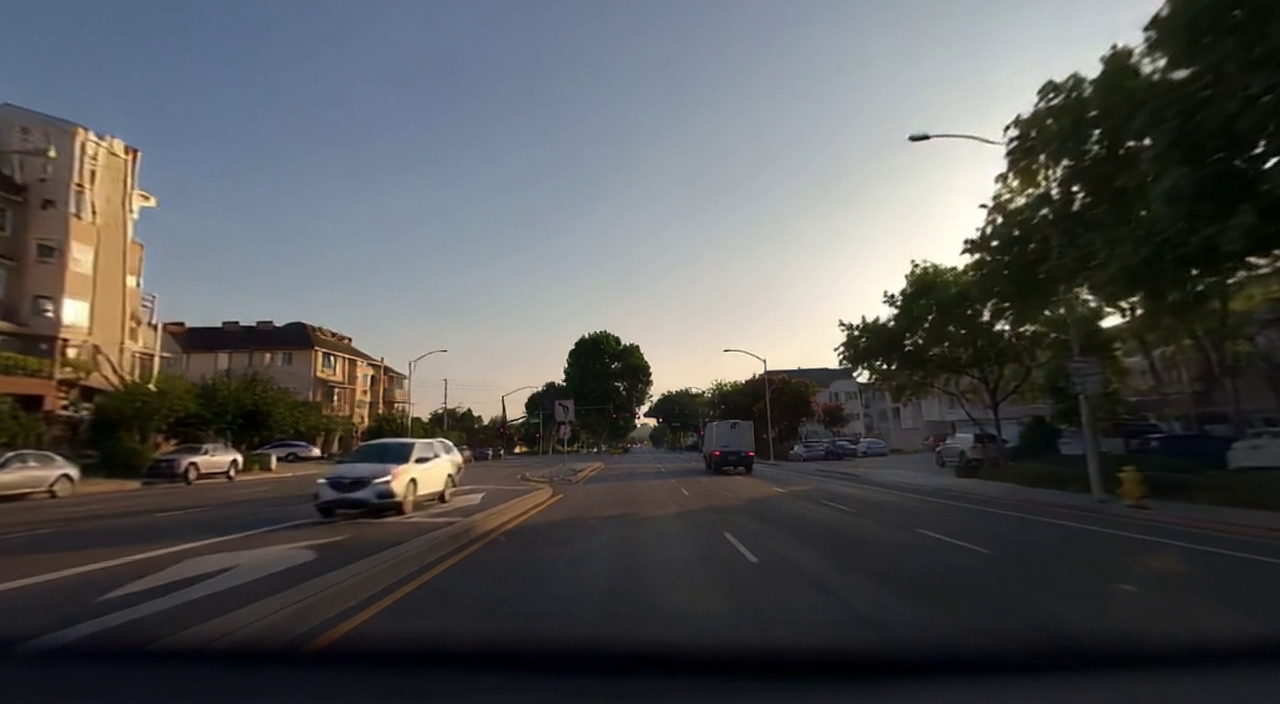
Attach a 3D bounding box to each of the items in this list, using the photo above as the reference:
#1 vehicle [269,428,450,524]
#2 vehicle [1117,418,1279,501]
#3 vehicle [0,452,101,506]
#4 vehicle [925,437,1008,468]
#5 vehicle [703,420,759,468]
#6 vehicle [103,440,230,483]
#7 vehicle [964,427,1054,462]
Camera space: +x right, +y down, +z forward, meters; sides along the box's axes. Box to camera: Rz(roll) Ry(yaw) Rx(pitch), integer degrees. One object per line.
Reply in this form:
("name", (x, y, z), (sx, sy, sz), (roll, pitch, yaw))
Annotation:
("vehicle", (-5.519, 2.480, 13.112), (2.002, 1.635, 4.271), (1, -9, -4))
("vehicle", (14.543, 2.519, 15.292), (2.158, 1.736, 4.713), (-2, -8, 1))
("vehicle", (-19.019, 3.765, 18.831), (1.867, 1.475, 4.369), (0, -9, 0))
("vehicle", (17.646, 5.415, 34.282), (1.957, 1.501, 4.308), (-2, -7, -3))
("vehicle", (6.509, 6.769, 46.221), (2.802, 3.208, 7.459), (1, -8, -2))
("vehicle", (-24.247, 5.592, 32.627), (2.177, 1.922, 5.563), (-3, -8, 2))
("vehicle", (20.200, 5.106, 34.756), (2.012, 1.709, 4.574), (-1, -9, -2))
